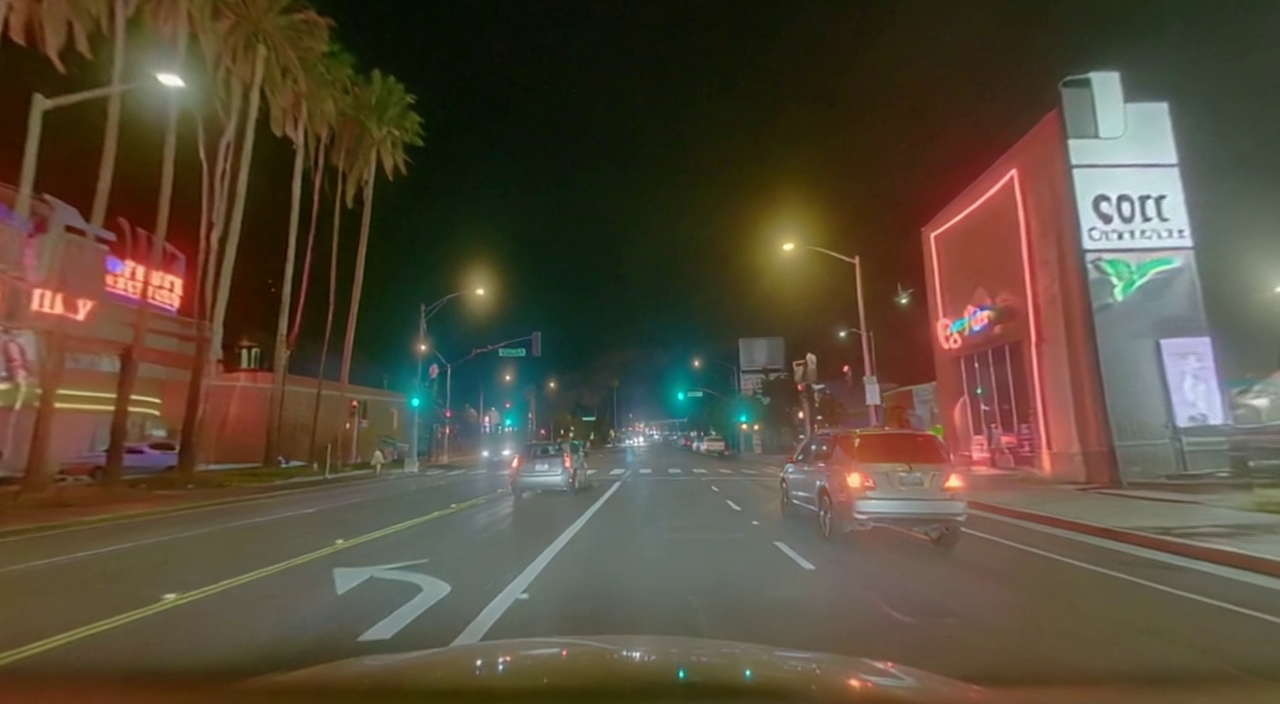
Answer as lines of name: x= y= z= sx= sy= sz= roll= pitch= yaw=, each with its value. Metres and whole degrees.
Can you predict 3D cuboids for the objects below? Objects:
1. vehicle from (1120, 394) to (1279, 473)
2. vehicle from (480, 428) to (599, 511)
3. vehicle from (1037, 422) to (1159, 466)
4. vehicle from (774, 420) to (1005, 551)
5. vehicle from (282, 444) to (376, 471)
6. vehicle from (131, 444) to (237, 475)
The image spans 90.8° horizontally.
vehicle: x=16.683 y=2.424 z=18.489 sx=5.652 sy=1.992 sz=2.202 roll=5 pitch=-10 yaw=-32
vehicle: x=-2.185 y=2.727 z=15.113 sx=2.063 sy=1.664 sz=4.471 roll=0 pitch=-8 yaw=1
vehicle: x=17.649 y=3.547 z=24.342 sx=4.322 sy=1.568 sz=1.918 roll=4 pitch=-10 yaw=-27
vehicle: x=3.662 y=2.038 z=10.329 sx=1.983 sy=1.654 sz=4.354 roll=0 pitch=-8 yaw=0
vehicle: x=-19.390 y=6.571 z=39.542 sx=4.834 sy=1.589 sz=1.907 roll=1 pitch=-8 yaw=-6
vehicle: x=-27.541 y=6.483 z=38.289 sx=4.683 sy=1.748 sz=2.076 roll=0 pitch=-8 yaw=-3
